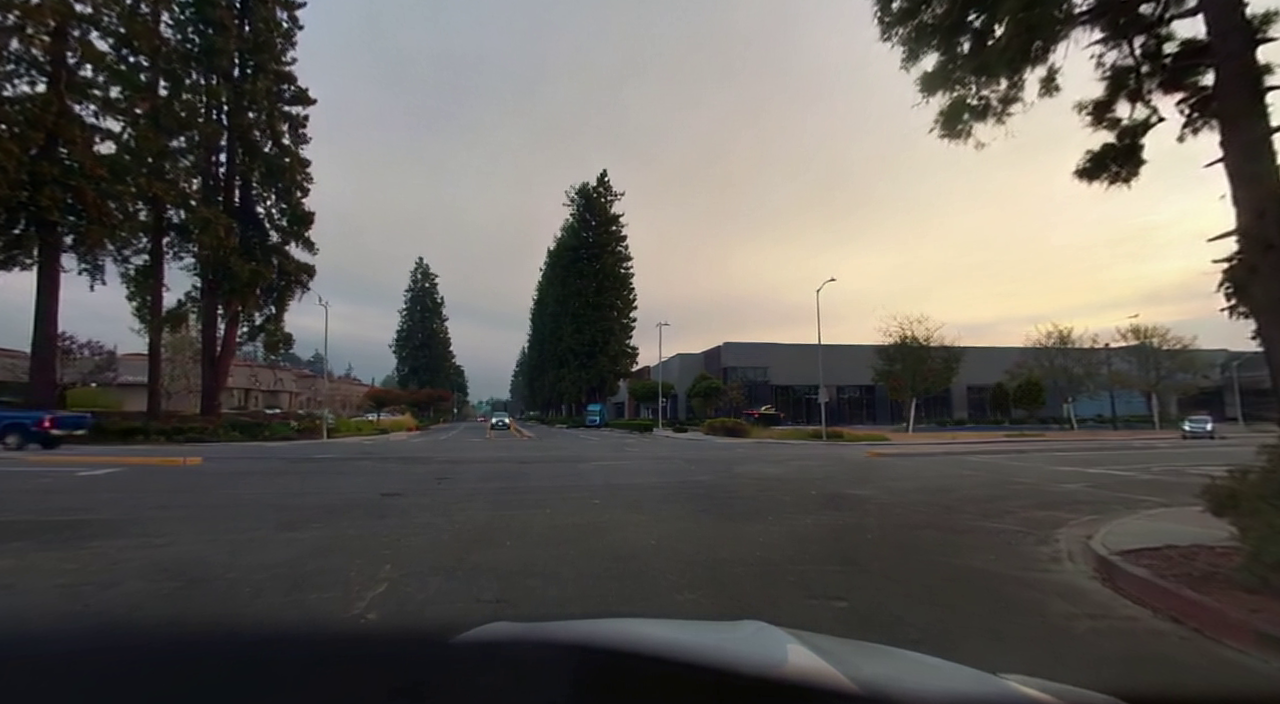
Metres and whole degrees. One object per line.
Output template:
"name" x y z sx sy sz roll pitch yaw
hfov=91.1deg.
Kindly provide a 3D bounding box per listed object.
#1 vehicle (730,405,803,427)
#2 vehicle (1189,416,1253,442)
"vehicle" 8.927 4.527 44.385 4.674 1.483 1.745 1 -8 -7
"vehicle" 43.267 5.752 46.703 5.333 1.837 2.124 5 -10 -34
